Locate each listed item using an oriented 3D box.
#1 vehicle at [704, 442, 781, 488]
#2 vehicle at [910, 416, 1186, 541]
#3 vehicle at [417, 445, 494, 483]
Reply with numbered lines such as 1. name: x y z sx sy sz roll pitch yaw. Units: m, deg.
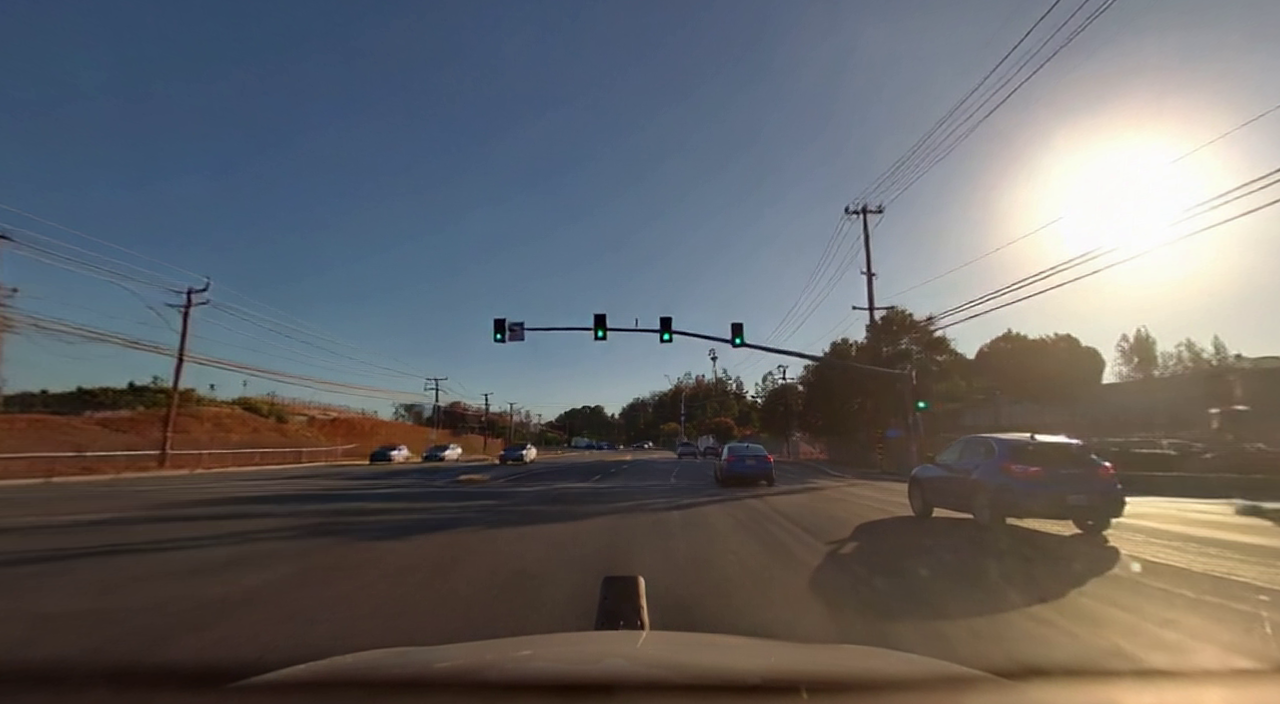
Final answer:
1. vehicle: 3.473 3.926 22.319 2.035 1.460 4.392 0 -8 1
2. vehicle: 6.896 2.167 11.448 2.029 1.795 4.371 0 -8 0
3. vehicle: -8.342 5.065 29.092 1.933 1.502 4.946 0 -8 2
